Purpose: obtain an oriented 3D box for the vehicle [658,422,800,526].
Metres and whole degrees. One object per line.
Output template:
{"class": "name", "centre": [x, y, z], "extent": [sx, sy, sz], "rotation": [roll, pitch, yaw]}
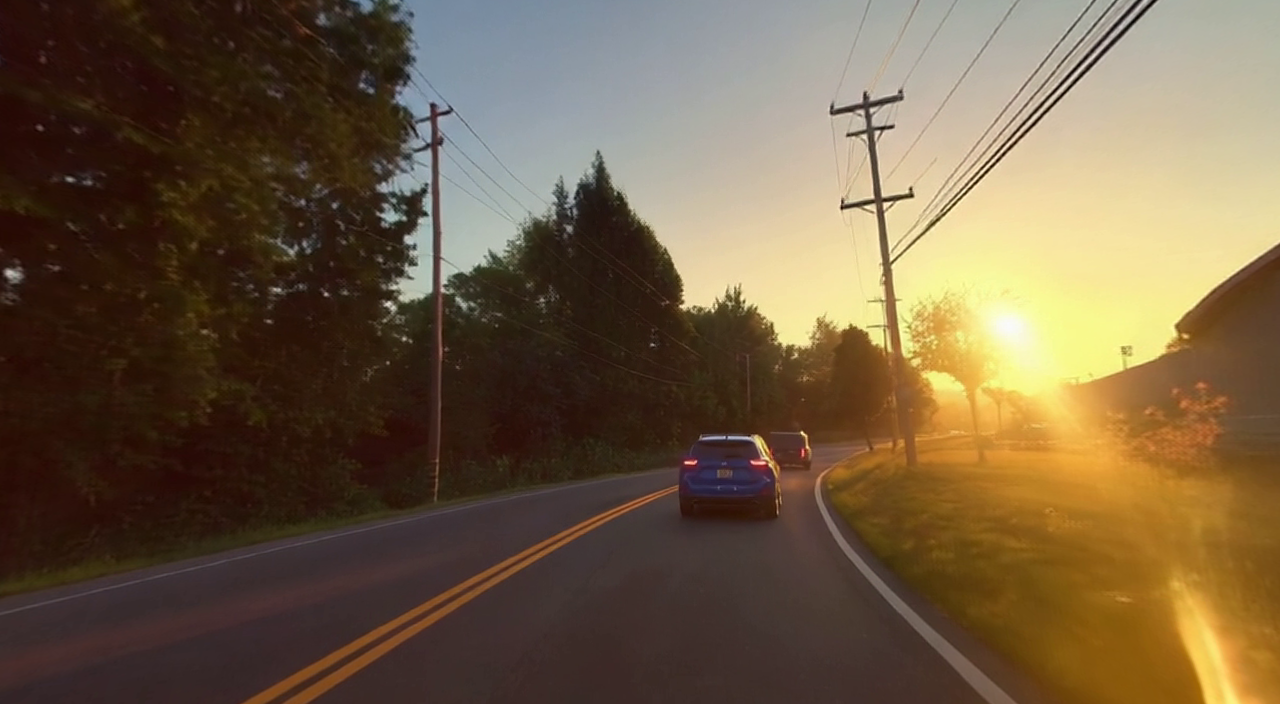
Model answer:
{"class": "vehicle", "centre": [1.868, 2.198, 11.928], "extent": [2.157, 1.565, 4.243], "rotation": [-2, -9, 15]}
